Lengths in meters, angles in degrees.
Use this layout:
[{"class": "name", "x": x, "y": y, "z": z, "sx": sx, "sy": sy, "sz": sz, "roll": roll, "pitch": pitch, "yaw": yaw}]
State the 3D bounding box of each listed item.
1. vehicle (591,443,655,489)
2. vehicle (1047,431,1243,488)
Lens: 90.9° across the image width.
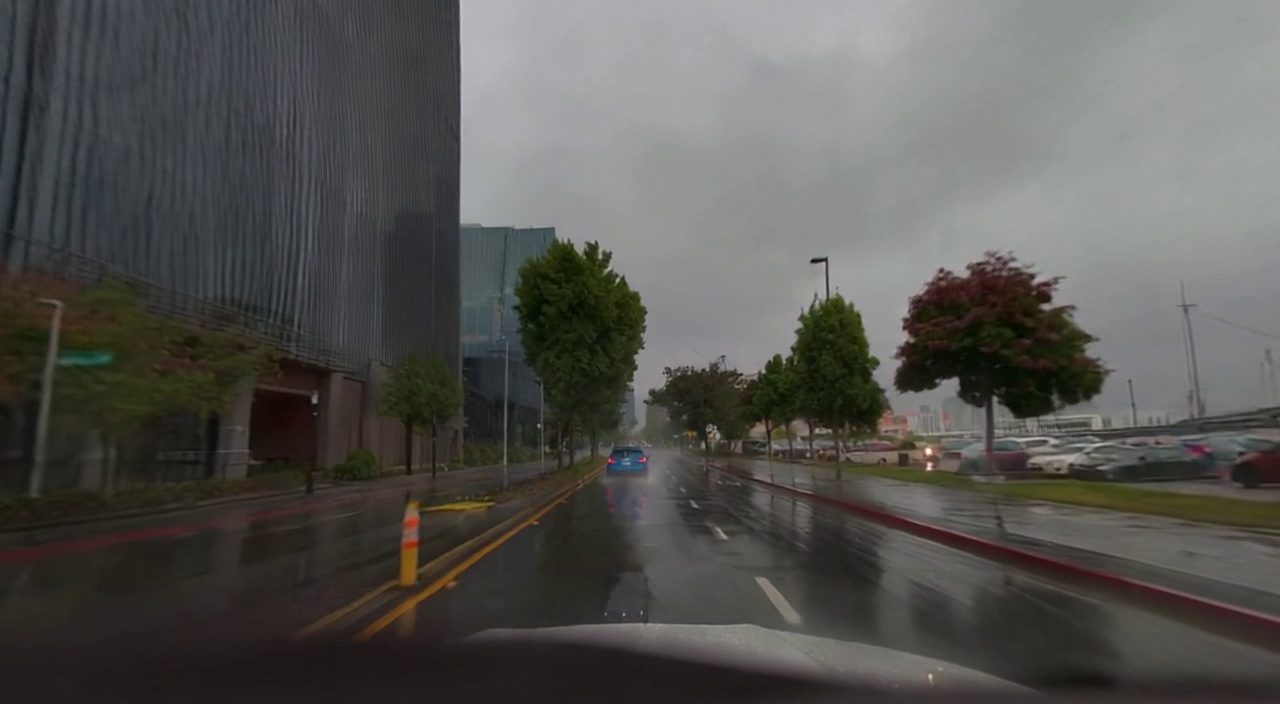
[{"class": "vehicle", "x": -0.600, "y": 3.966, "z": 22.280, "sx": 2.063, "sy": 1.442, "sz": 4.135, "roll": 0, "pitch": -9, "yaw": -2}, {"class": "vehicle", "x": 14.559, "y": 3.108, "z": 18.379, "sx": 4.003, "sy": 1.476, "sz": 1.884, "roll": -2, "pitch": -8, "yaw": 2}]
